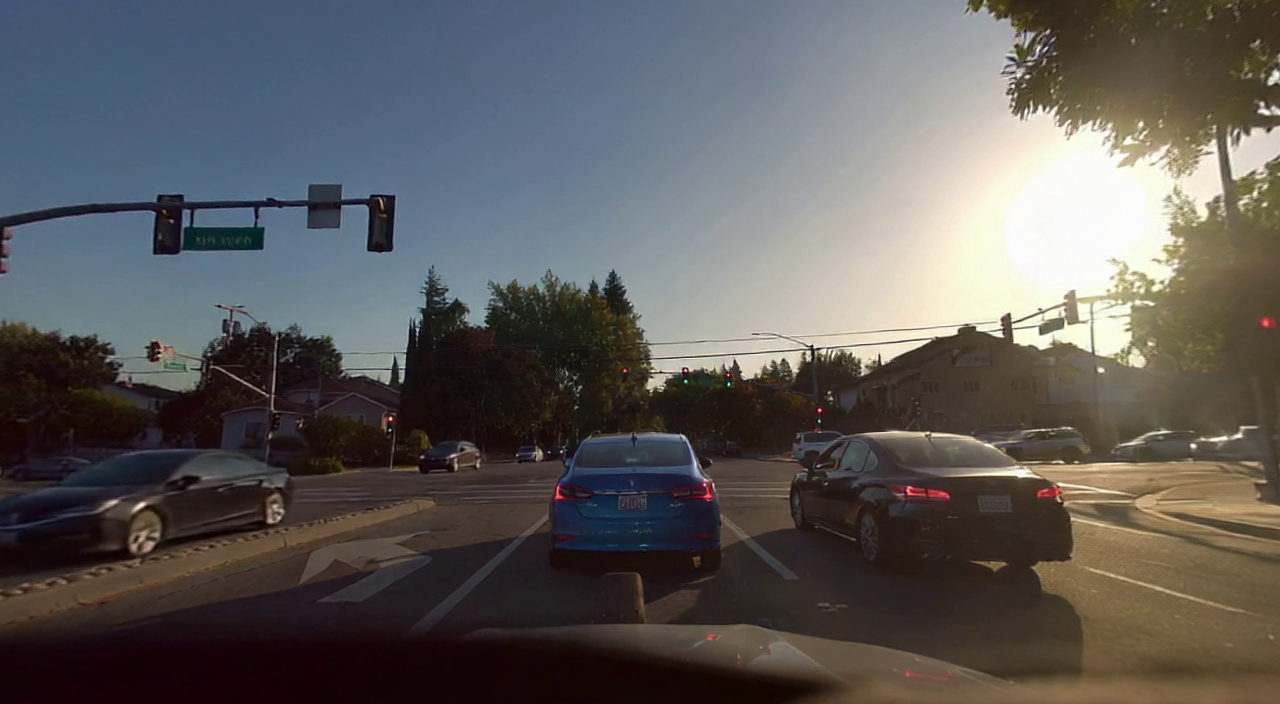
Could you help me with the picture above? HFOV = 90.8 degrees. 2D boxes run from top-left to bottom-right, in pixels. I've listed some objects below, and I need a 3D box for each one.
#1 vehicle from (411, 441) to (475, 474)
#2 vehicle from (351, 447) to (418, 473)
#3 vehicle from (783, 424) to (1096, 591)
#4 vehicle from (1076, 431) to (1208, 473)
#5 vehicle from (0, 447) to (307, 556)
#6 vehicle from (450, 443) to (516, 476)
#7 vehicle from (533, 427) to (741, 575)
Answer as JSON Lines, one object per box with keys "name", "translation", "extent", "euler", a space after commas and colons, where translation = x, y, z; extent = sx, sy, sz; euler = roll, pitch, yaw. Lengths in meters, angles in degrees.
{"name": "vehicle", "translation": [-10.675, 5.741, 34.617], "extent": [1.973, 1.669, 4.434], "euler": [0, -8, 1]}
{"name": "vehicle", "translation": [-17.381, 7.319, 43.280], "extent": [1.893, 1.658, 4.474], "euler": [-2, -9, 14]}
{"name": "vehicle", "translation": [3.210, 1.732, 7.889], "extent": [1.913, 1.505, 4.097], "euler": [0, -8, 1]}
{"name": "vehicle", "translation": [23.985, 4.787, 30.315], "extent": [4.520, 1.762, 2.005], "euler": [-2, -8, -1]}
{"name": "vehicle", "translation": [-7.599, 2.254, 10.307], "extent": [2.040, 1.374, 4.150], "euler": [0, -8, 0]}
{"name": "vehicle", "translation": [-7.567, 5.210, 30.970], "extent": [2.003, 1.480, 4.633], "euler": [0, -8, 0]}
{"name": "vehicle", "translation": [-0.056, 1.816, 8.509], "extent": [2.103, 1.478, 4.073], "euler": [0, -8, -1]}
